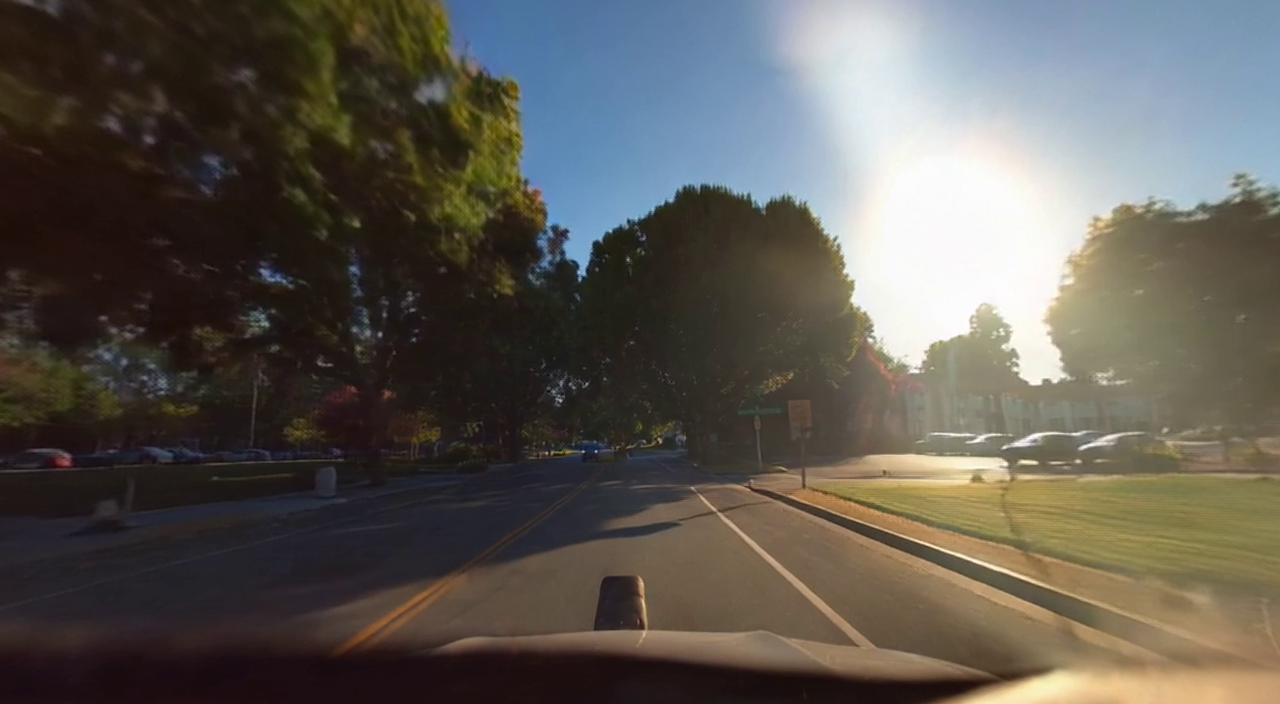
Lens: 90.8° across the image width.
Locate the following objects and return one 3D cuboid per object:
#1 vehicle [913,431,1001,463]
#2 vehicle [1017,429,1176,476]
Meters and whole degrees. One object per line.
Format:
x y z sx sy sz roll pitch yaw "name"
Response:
21.092 6.335 42.149 4.593 1.776 2.094 -4 -8 1 "vehicle"
16.396 3.629 22.918 4.134 1.580 1.952 -1 -8 6 "vehicle"
